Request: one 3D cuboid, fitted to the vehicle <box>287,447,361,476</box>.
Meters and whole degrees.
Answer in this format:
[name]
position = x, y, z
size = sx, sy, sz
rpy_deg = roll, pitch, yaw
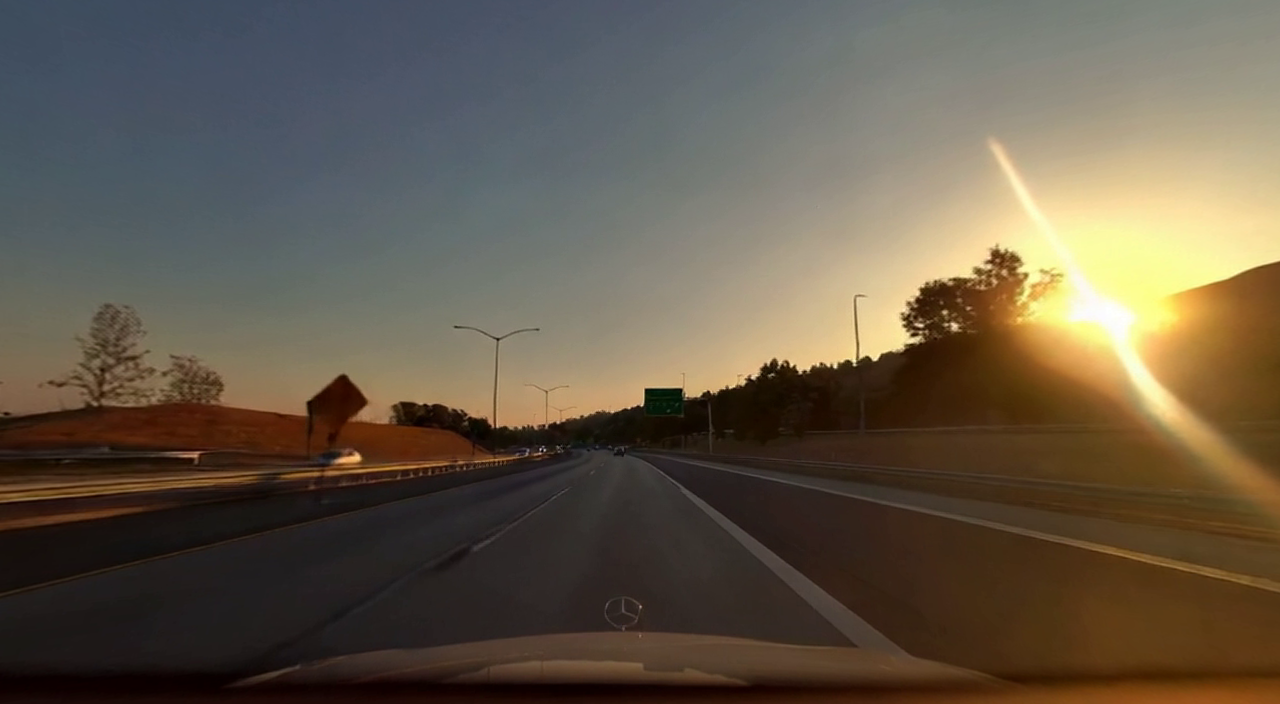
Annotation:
[vehicle]
position = -17.781, 6.176, 35.531
size = 1.869, 1.469, 4.602
rpy_deg = 0, -9, -1
